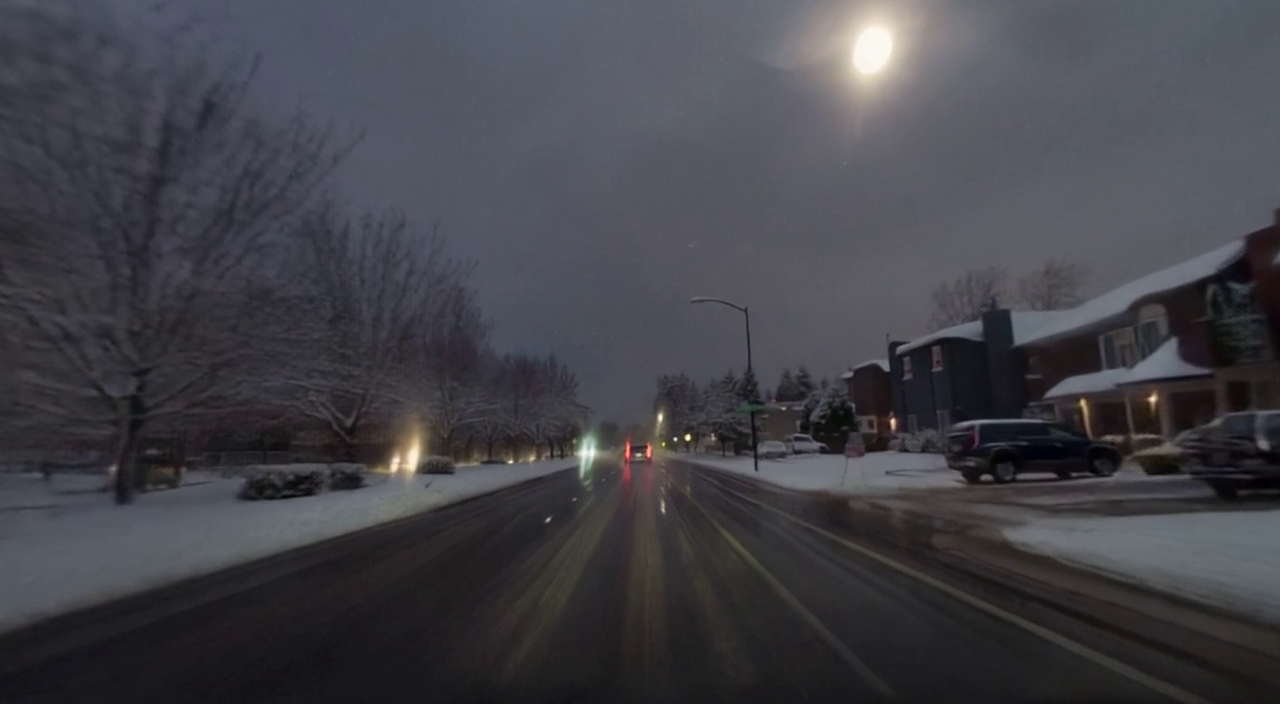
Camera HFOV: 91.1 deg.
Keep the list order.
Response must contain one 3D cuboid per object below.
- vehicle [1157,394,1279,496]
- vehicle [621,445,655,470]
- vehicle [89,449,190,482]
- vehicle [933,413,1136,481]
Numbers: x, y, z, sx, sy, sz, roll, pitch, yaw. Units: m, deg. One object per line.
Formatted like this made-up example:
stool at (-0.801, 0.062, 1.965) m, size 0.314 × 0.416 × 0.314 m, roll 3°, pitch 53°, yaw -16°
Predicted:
vehicle at (13.289, 1.810, 12.282) m, size 4.374 × 1.787 × 2.161 m, roll 0°, pitch -9°, yaw -1°
vehicle at (-0.107, 6.677, 39.949) m, size 2.054 × 1.456 × 4.003 m, roll 0°, pitch -8°, yaw 0°
vehicle at (-24.102, 5.435, 30.410) m, size 1.892 × 1.455 × 3.564 m, roll 0°, pitch -8°, yaw 1°
vehicle at (12.227, 2.993, 19.740) m, size 4.923 × 2.019 × 1.985 m, roll 0°, pitch -9°, yaw 2°
